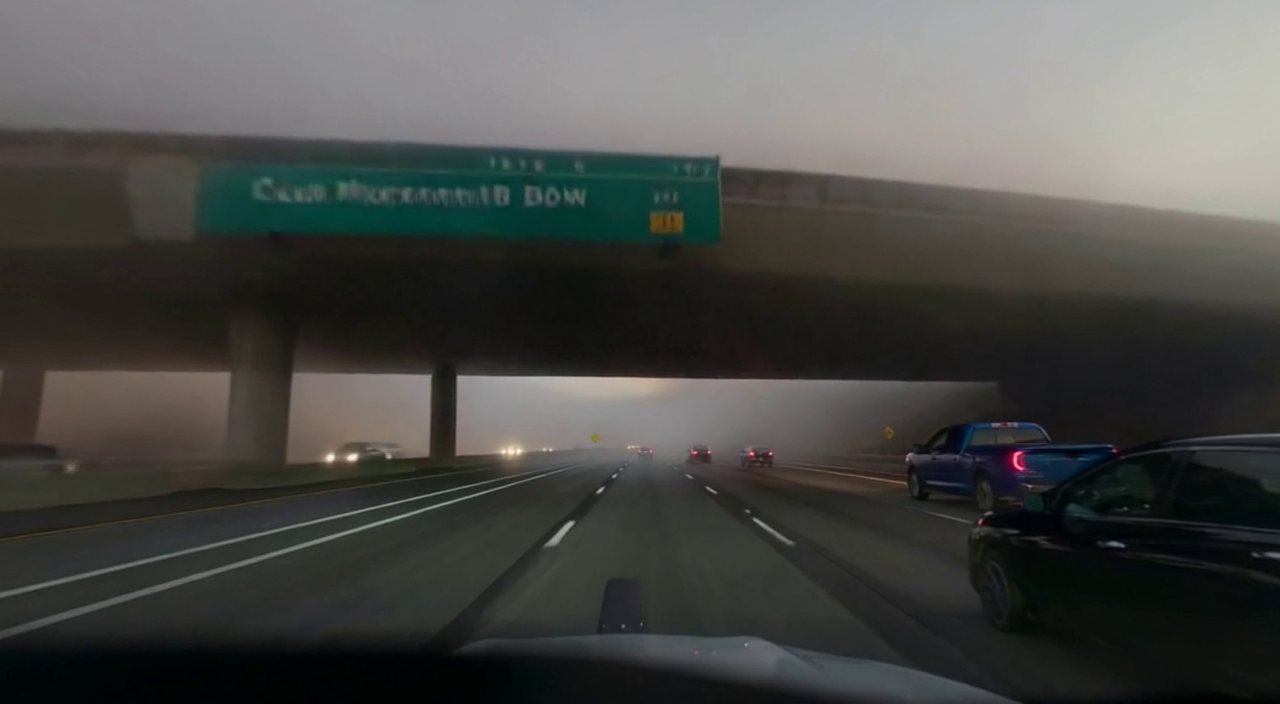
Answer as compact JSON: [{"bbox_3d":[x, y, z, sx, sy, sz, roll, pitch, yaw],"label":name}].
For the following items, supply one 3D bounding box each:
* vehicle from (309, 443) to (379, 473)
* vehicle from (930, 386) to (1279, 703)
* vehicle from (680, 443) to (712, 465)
[{"bbox_3d":[-17.878,6.410,38.407,2.007,1.727,4.546,0,-8,0],"label":"vehicle"},{"bbox_3d":[3.340,0.921,2.466,2.119,1.524,4.807,0,-8,0],"label":"vehicle"},{"bbox_3d":[4.324,7.919,49.145,2.014,1.643,4.039,0,-8,-1],"label":"vehicle"}]
